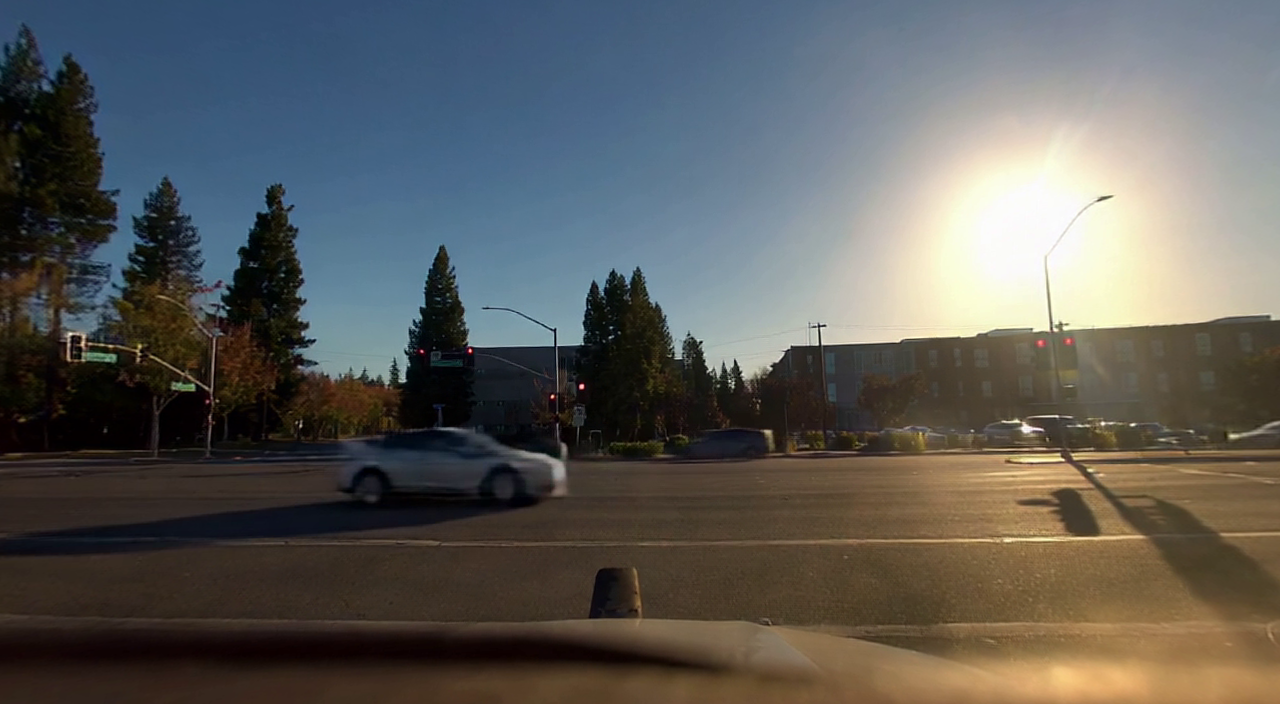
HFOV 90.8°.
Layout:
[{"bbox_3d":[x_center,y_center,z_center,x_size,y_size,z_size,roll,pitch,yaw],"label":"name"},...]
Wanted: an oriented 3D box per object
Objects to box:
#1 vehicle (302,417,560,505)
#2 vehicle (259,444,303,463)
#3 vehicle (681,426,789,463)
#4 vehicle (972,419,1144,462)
[{"bbox_3d":[-4.514,2.389,14.063,4.959,1.715,2.162,-2,-9,11],"label":"vehicle"},{"bbox_3d":[-28.114,7.918,49.569,2.235,1.417,4.272,3,-9,-20],"label":"vehicle"},{"bbox_3d":[4.329,4.205,28.747,4.677,1.593,2.029,-2,-9,11],"label":"vehicle"},{"bbox_3d":[15.015,3.219,22.955,4.749,1.461,1.892,-1,-9,9],"label":"vehicle"}]
